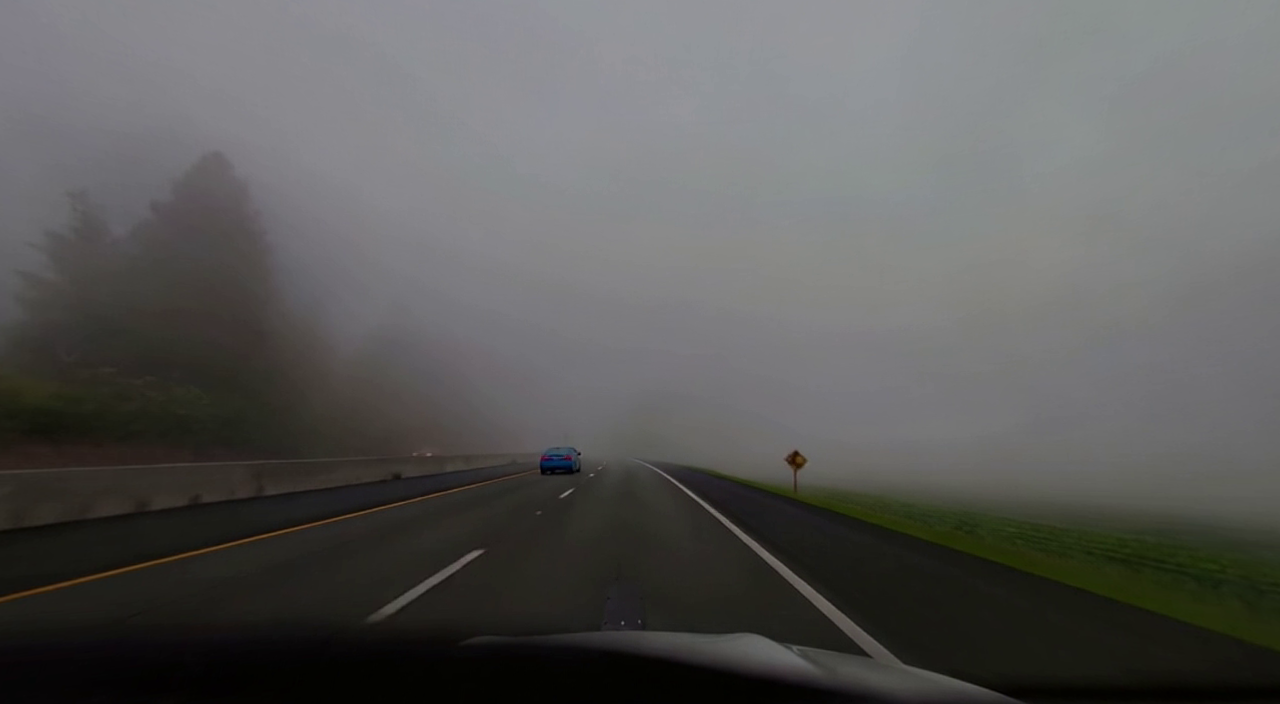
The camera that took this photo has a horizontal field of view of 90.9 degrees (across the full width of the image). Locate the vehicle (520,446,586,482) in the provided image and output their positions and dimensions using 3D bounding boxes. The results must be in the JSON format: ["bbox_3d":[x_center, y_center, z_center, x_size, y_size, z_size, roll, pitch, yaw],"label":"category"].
[{"bbox_3d":[-3.646,4.823,27.303,2.126,1.411,4.433,0,-9,1],"label":"vehicle"}]
